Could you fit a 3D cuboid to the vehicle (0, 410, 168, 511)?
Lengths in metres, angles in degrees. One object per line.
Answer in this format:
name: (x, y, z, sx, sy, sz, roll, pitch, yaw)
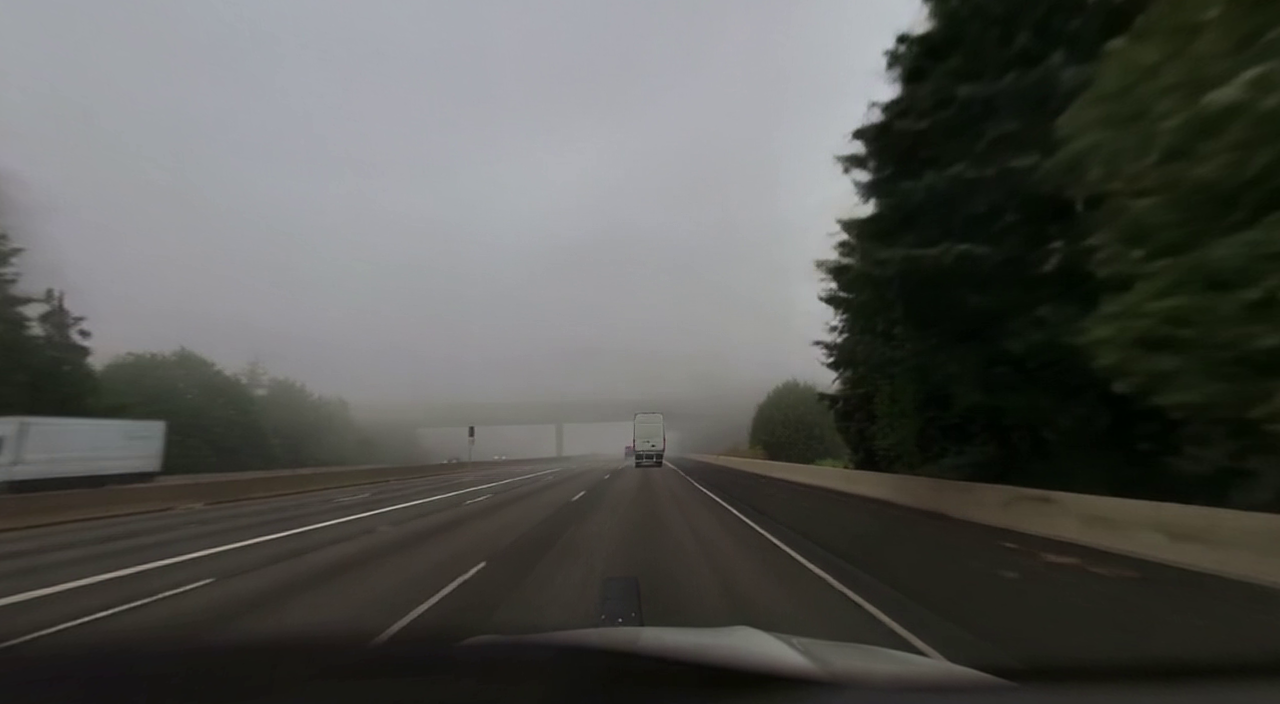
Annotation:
vehicle: (-24.665, 4.479, 26.265, 2.844, 3.634, 9.043, 0, -9, 1)
